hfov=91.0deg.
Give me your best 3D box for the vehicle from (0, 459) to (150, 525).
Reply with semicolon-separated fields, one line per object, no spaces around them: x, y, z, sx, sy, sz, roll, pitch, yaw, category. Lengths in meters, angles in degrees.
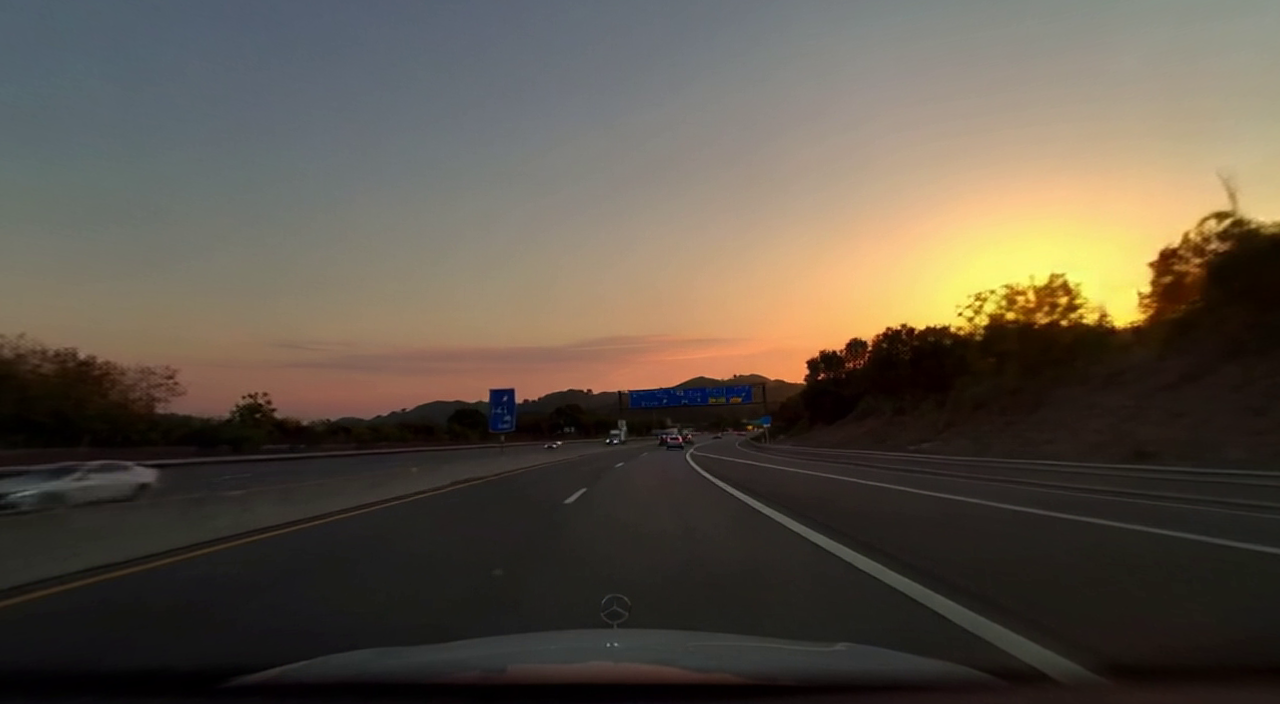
-15.752;3.692;17.018;1.938;1.469;3.725;-1;-8;0;vehicle
